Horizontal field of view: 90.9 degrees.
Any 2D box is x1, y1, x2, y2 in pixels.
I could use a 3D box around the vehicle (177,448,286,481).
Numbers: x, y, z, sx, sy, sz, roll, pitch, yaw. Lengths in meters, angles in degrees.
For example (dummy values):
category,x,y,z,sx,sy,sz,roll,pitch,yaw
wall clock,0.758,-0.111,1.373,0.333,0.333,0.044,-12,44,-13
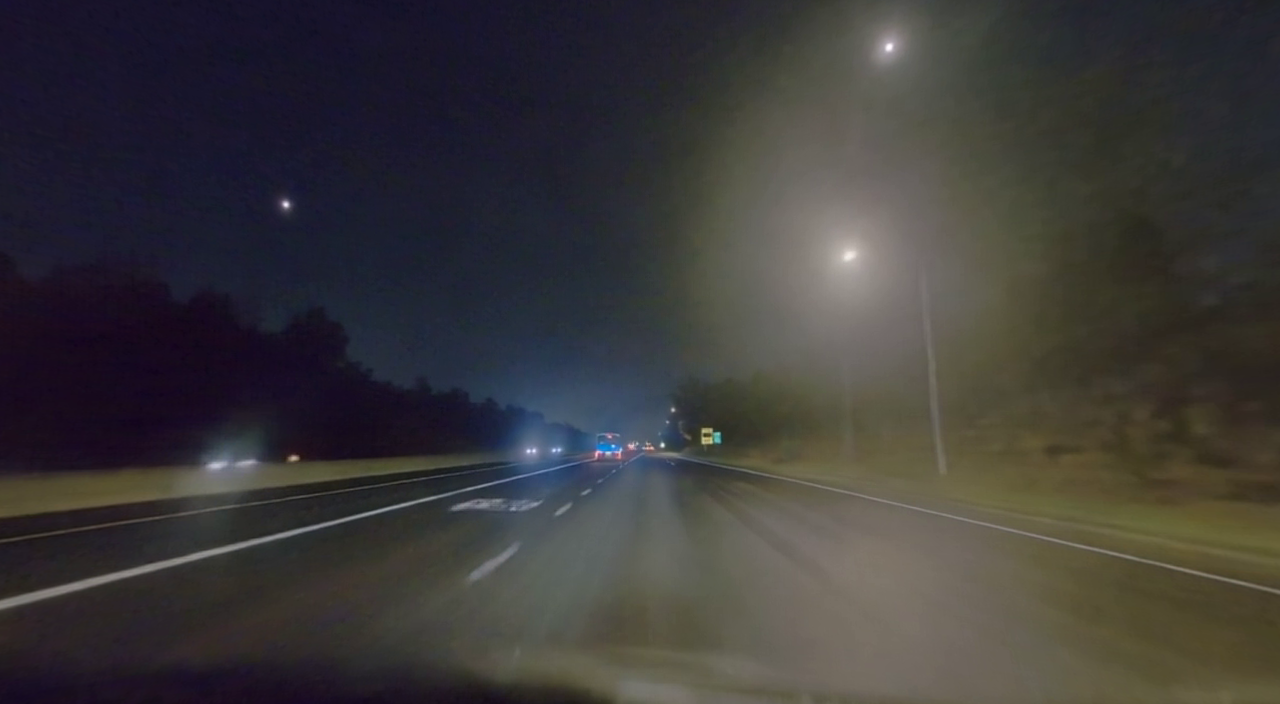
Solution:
category,x,y,z,sx,sy,sz,roll,pitch,yaw
vehicle,-19.266,5.303,30.037,2.178,1.443,4.388,0,-8,1
